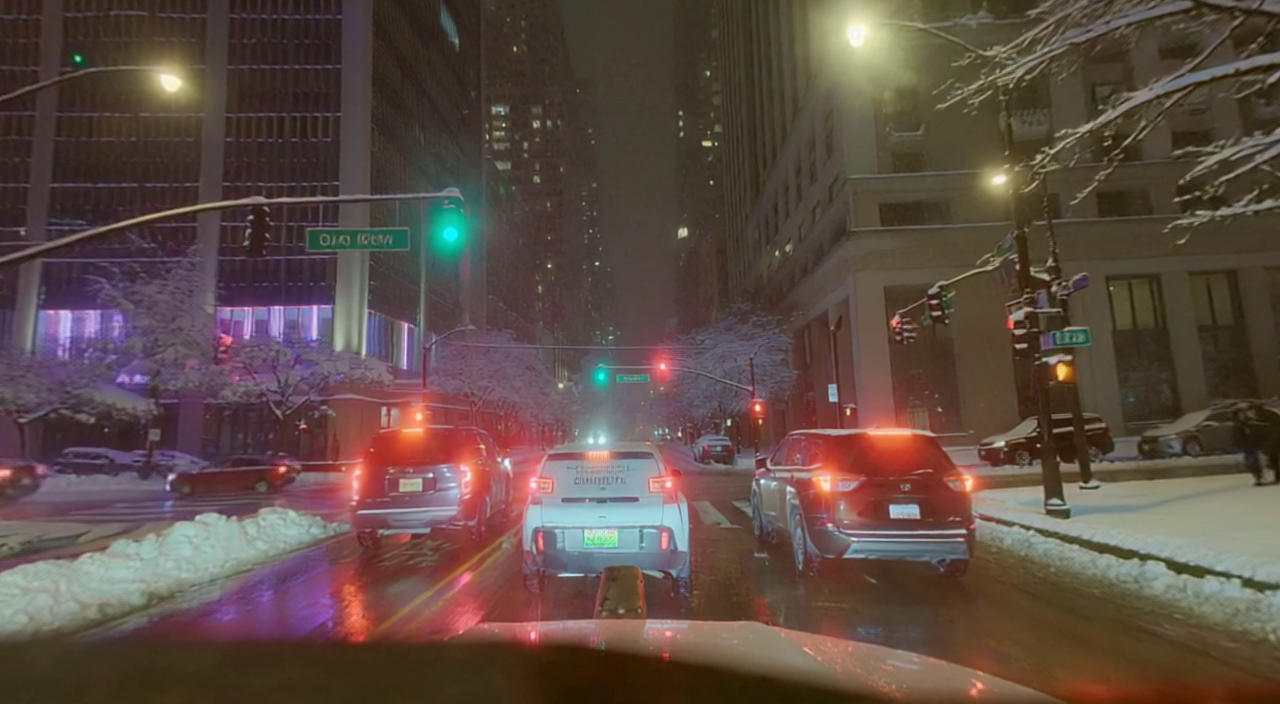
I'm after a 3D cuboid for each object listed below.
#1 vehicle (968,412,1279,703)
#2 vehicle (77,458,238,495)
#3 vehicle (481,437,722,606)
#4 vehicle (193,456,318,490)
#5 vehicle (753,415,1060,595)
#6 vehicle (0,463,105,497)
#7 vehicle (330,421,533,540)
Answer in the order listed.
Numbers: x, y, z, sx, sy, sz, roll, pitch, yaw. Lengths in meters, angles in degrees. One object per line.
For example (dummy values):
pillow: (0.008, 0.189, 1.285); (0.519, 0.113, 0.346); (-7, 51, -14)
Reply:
vehicle: (2.740, 0.808, 1.119); (1.902, 1.454, 4.540); (0, -8, 0)
vehicle: (-20.261, 5.247, 26.704); (5.153, 1.449, 1.966); (0, -8, 0)
vehicle: (-0.360, 1.787, 7.647); (2.092, 1.454, 4.132); (0, -8, -1)
vehicle: (-17.911, 5.617, 29.537); (4.673, 1.478, 2.114); (-2, -9, 11)
vehicle: (3.041, 1.849, 8.630); (2.072, 1.735, 4.759); (0, -8, 0)
vehicle: (-28.995, 6.138, 30.439); (4.636, 1.482, 1.886); (0, -8, -1)
vehicle: (-3.695, 2.392, 12.526); (2.190, 1.840, 5.272); (0, -8, 0)
